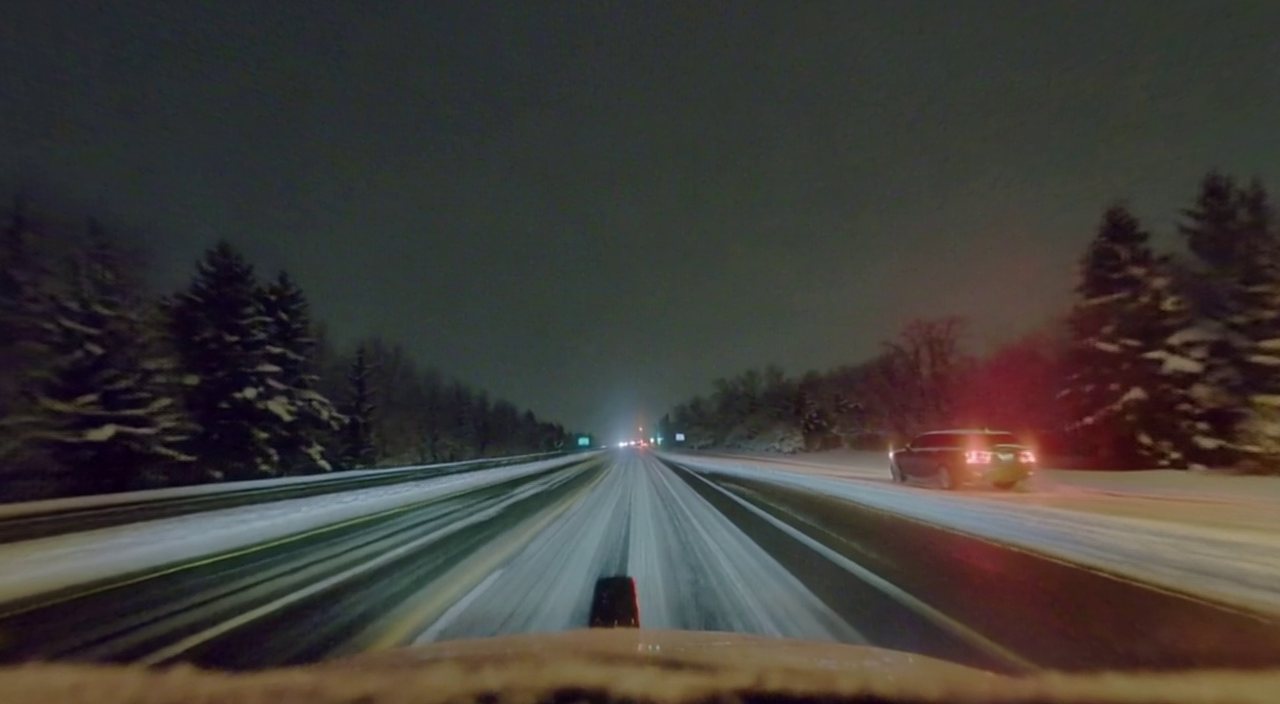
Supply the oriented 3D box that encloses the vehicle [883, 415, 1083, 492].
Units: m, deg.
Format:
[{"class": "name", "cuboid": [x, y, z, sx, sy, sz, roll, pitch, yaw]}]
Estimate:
[{"class": "vehicle", "cuboid": [9.759, 2.946, 18.626, 2.328, 1.916, 5.227, 1, -8, -10]}]
